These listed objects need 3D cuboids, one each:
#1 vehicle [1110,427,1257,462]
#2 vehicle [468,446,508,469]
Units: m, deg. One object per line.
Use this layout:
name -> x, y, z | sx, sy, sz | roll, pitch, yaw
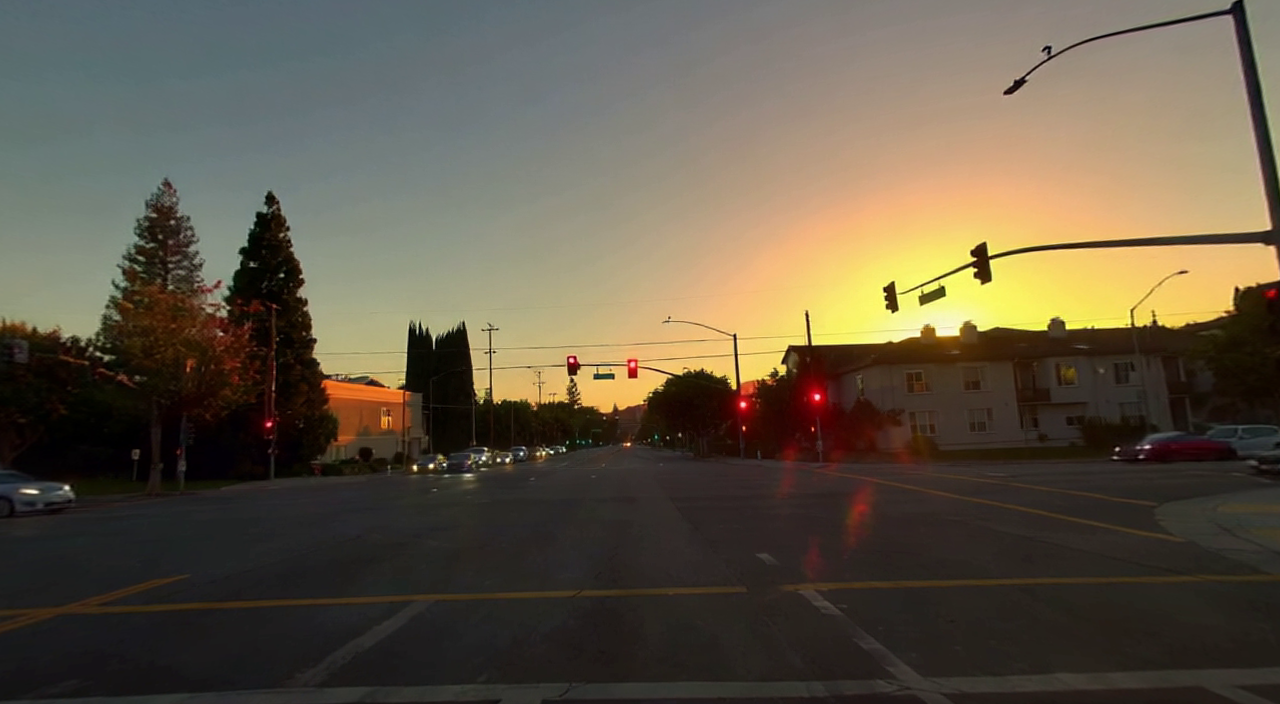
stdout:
vehicle -> 25.471, 4.367, 29.788 | 4.873, 1.539, 1.932 | -2, -9, 8
vehicle -> -10.720, 7.457, 44.749 | 1.881, 1.509, 3.377 | 0, -9, 1
